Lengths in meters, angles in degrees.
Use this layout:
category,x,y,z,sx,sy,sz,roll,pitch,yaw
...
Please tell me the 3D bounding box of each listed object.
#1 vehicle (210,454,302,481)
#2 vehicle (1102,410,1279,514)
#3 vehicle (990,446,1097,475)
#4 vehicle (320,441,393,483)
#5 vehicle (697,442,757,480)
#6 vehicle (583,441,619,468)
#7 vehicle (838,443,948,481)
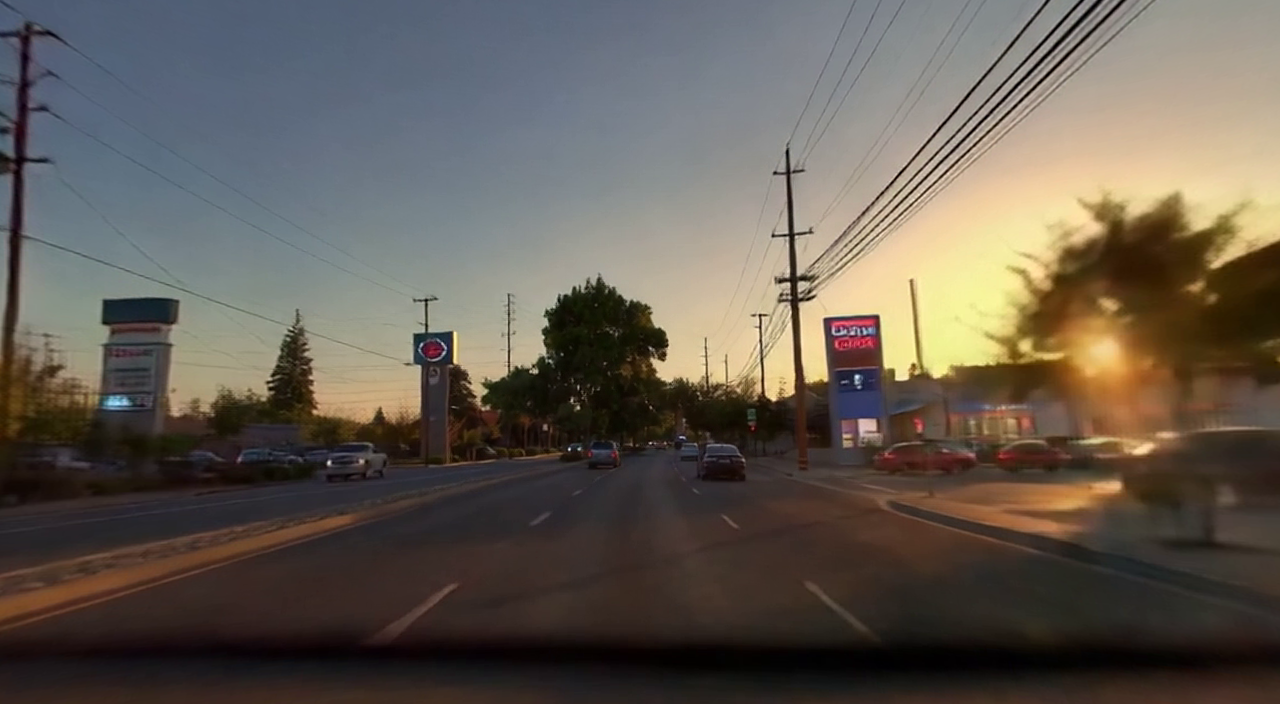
category,x,y,z,sx,sy,sz,roll,pitch,yaw
vehicle,-24.501,7.338,40.273,4.739,1.607,2.045,-2,-9,11
vehicle,12.329,2.118,12.391,4.832,1.813,2.170,0,-9,-4
vehicle,21.459,5.725,33.546,4.779,1.429,1.844,1,-9,-12
vehicle,-14.459,5.584,31.933,2.358,1.904,5.603,5,-11,-33
vehicle,3.666,4.665,27.304,1.978,1.455,4.195,1,-9,-1
vehicle,-2.578,6.855,42.293,2.047,1.664,4.148,-1,-9,2
vehicle,11.409,4.952,28.594,4.144,1.540,1.913,0,-7,-6
